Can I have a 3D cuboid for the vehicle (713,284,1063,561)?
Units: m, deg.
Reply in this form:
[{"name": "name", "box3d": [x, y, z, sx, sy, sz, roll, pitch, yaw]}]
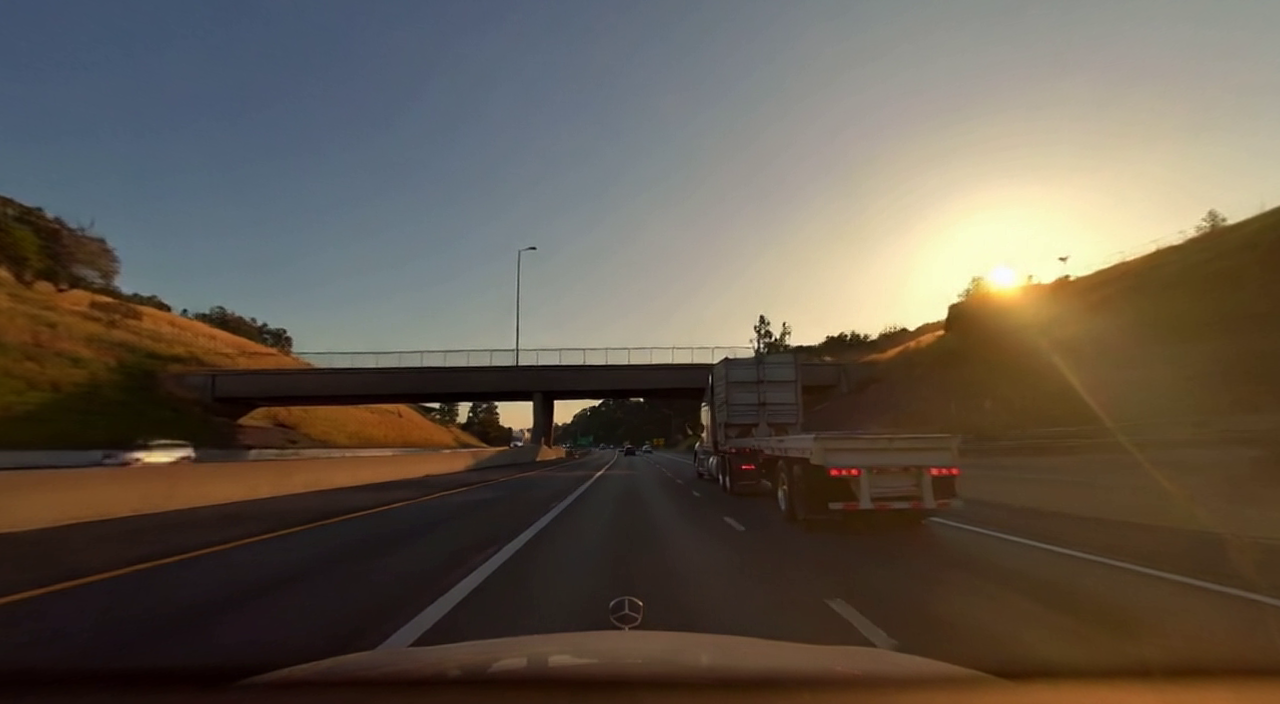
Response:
[{"name": "vehicle", "box3d": [3.852, 1.757, 14.045, 2.876, 3.586, 11.726, 0, -9, -1]}]
